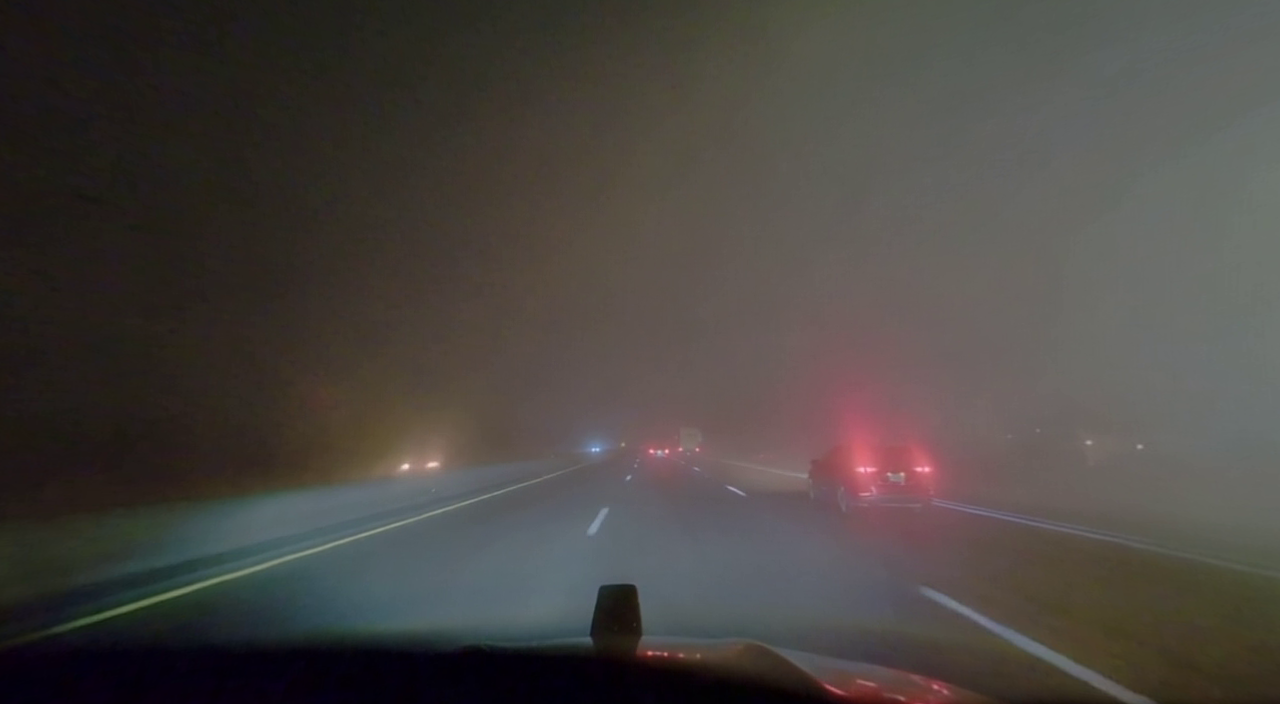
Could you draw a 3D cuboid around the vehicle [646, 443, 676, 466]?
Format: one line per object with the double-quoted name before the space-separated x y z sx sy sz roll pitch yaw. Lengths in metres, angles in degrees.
"vehicle" 1.445 7.359 45.118 1.970 1.560 4.182 0 -9 -1
